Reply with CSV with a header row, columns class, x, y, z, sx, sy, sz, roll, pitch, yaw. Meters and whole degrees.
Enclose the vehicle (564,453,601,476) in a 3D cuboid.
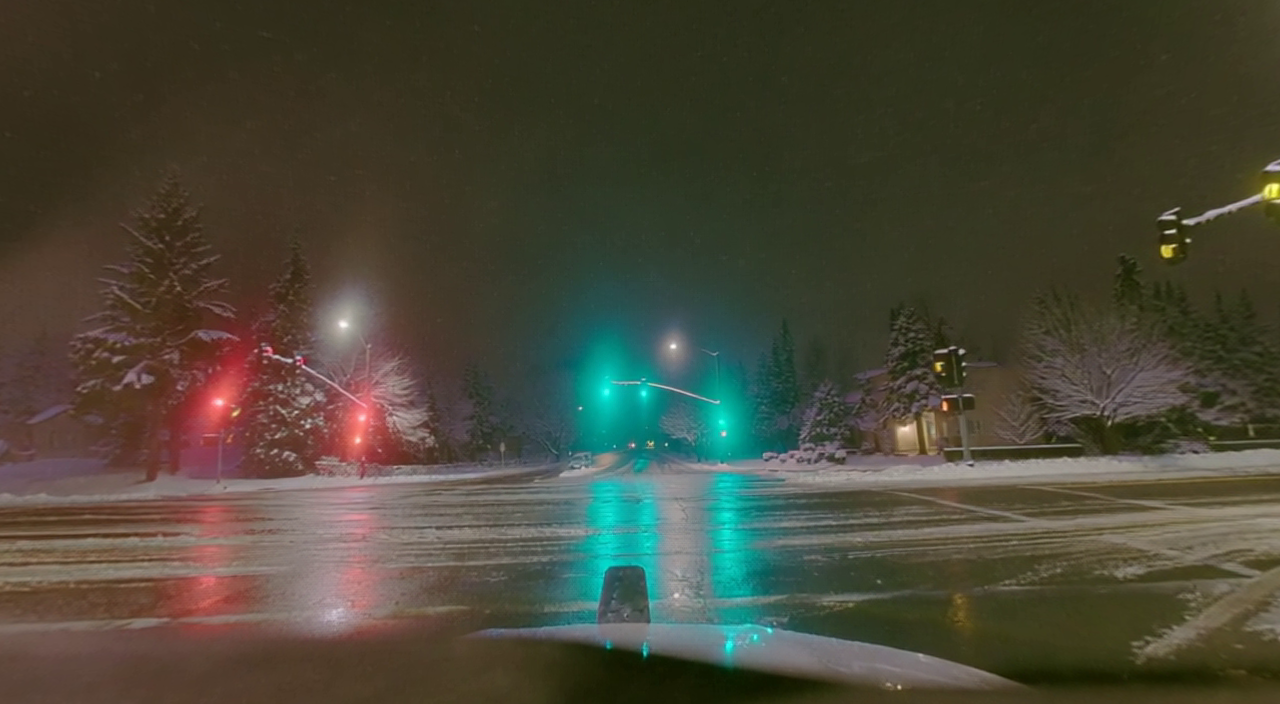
class,x,y,z,sx,sy,sz,roll,pitch,yaw
vehicle,-4.470,8.856,49.858,2.030,1.704,4.205,-1,-8,7
